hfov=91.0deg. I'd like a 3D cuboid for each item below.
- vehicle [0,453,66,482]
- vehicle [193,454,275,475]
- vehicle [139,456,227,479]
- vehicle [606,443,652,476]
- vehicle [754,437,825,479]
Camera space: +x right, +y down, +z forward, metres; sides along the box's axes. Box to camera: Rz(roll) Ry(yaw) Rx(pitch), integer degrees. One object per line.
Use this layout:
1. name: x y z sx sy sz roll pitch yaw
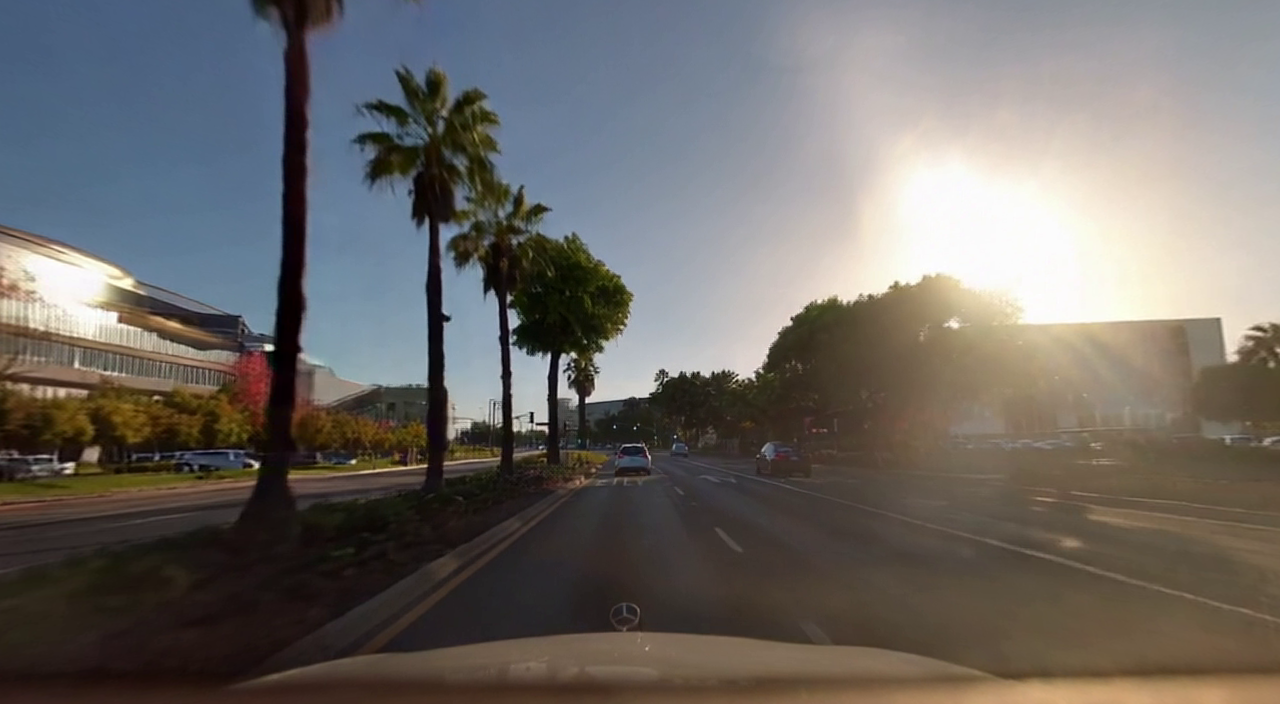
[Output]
1. vehicle: -44.581 8.205 45.032 2.083 1.900 5.420 0 -8 -4
2. vehicle: -31.136 8.598 48.358 4.767 1.489 2.051 0 -8 -3
3. vehicle: -31.257 7.873 43.158 4.452 1.470 2.016 0 -9 -1
4. vehicle: -0.474 4.903 28.899 1.970 1.402 3.756 0 -8 -1
5. vehicle: 6.226 4.453 26.693 1.949 1.647 3.894 0 -8 -2
